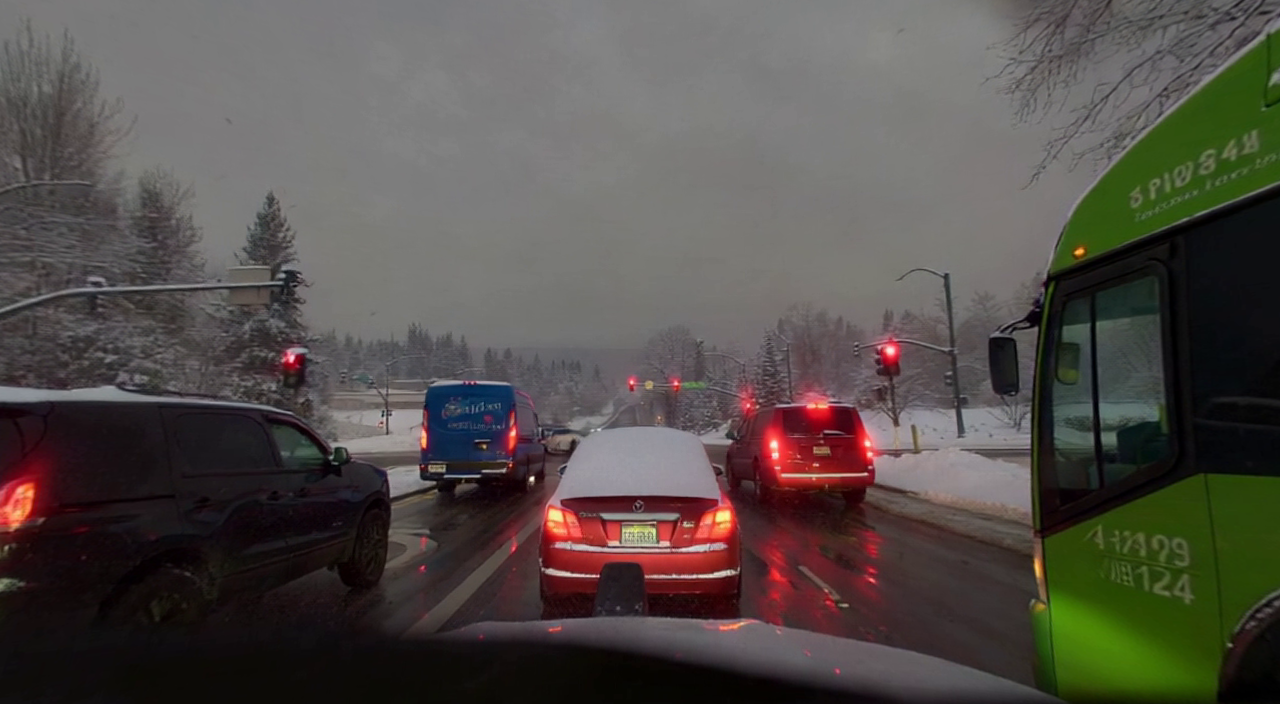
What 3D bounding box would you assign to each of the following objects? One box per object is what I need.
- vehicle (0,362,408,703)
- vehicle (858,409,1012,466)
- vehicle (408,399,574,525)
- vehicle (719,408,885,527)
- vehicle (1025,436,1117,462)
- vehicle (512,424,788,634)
[{"bbox_3d":[-3.408,1.179,4.621,1.921,1.701,3.989,0,-8,-1],"label":"vehicle"},{"bbox_3d":[17.569,5.133,37.922,7.839,3.213,2.628,0,-8,-3],"label":"vehicle"},{"bbox_3d":[-2.940,2.348,13.946,2.335,2.221,5.165,0,-8,1],"label":"vehicle"},{"bbox_3d":[3.131,2.401,13.658,2.143,2.036,5.367,0,-8,0],"label":"vehicle"},{"bbox_3d":[25.868,5.818,37.996,4.229,1.489,1.794,0,-8,-1],"label":"vehicle"},{"bbox_3d":[0.063,1.547,6.416,1.976,1.485,3.624,0,-8,0],"label":"vehicle"}]
